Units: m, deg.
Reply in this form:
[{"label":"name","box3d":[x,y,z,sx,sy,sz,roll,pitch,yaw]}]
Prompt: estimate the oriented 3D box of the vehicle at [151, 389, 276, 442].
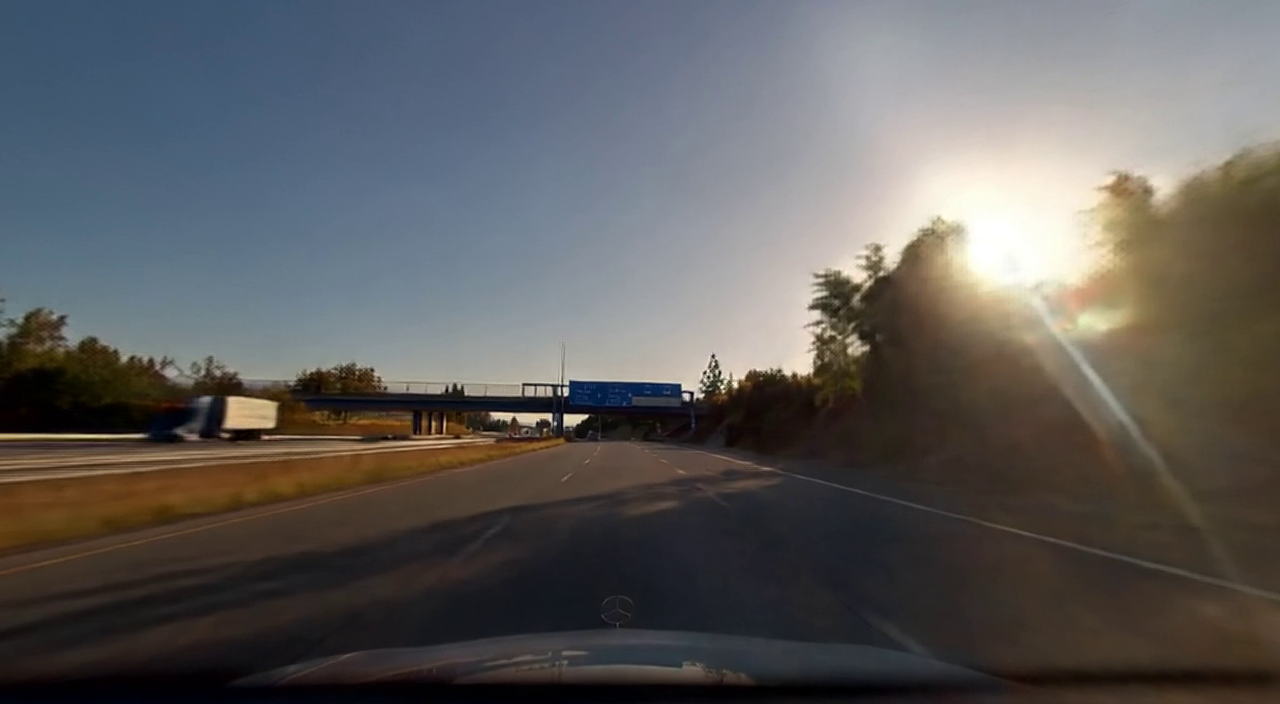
[{"label":"vehicle","box3d":[-26.795,4.181,40.167,2.725,2.979,7.785,0,-8,-3]}]
